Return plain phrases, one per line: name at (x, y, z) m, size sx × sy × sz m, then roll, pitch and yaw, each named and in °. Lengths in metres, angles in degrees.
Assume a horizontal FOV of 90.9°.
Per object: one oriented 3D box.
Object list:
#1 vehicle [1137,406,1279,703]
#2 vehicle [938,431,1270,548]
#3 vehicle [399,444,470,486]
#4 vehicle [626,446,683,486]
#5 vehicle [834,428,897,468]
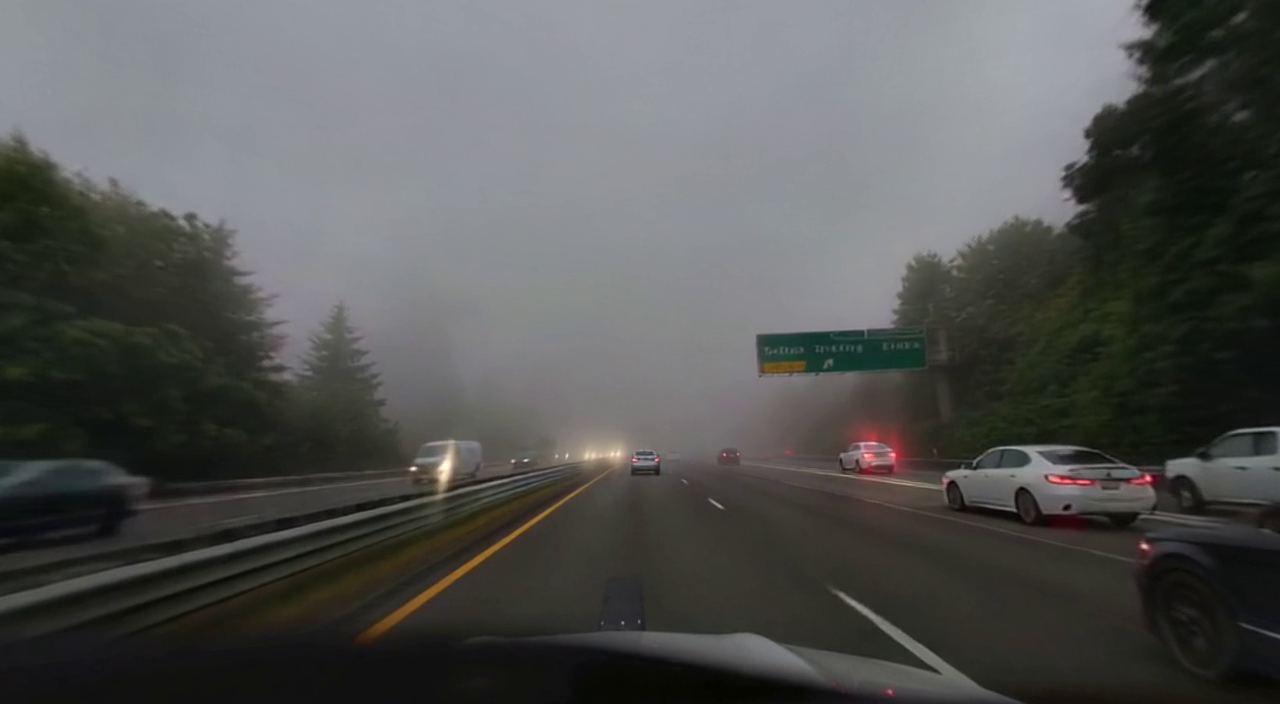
vehicle at (3.699, 0.740, 1.168) m, size 2.029 × 1.475 × 4.279 m, roll 0°, pitch -9°, yaw 0°
vehicle at (7.200, 2.163, 10.639) m, size 1.977 × 1.502 × 4.670 m, roll 0°, pitch -9°, yaw -1°
vehicle at (-10.992, 6.054, 34.139) m, size 2.132 × 2.054 × 5.061 m, roll 0°, pitch -9°, yaw -1°
vehicle at (0.551, 4.690, 26.243) m, size 2.177 × 1.520 × 4.278 m, roll 0°, pitch -9°, yaw 0°
vehicle at (14.851, 6.363, 41.828) m, size 2.115 × 2.446 × 5.323 m, roll 0°, pitch -9°, yaw 0°
